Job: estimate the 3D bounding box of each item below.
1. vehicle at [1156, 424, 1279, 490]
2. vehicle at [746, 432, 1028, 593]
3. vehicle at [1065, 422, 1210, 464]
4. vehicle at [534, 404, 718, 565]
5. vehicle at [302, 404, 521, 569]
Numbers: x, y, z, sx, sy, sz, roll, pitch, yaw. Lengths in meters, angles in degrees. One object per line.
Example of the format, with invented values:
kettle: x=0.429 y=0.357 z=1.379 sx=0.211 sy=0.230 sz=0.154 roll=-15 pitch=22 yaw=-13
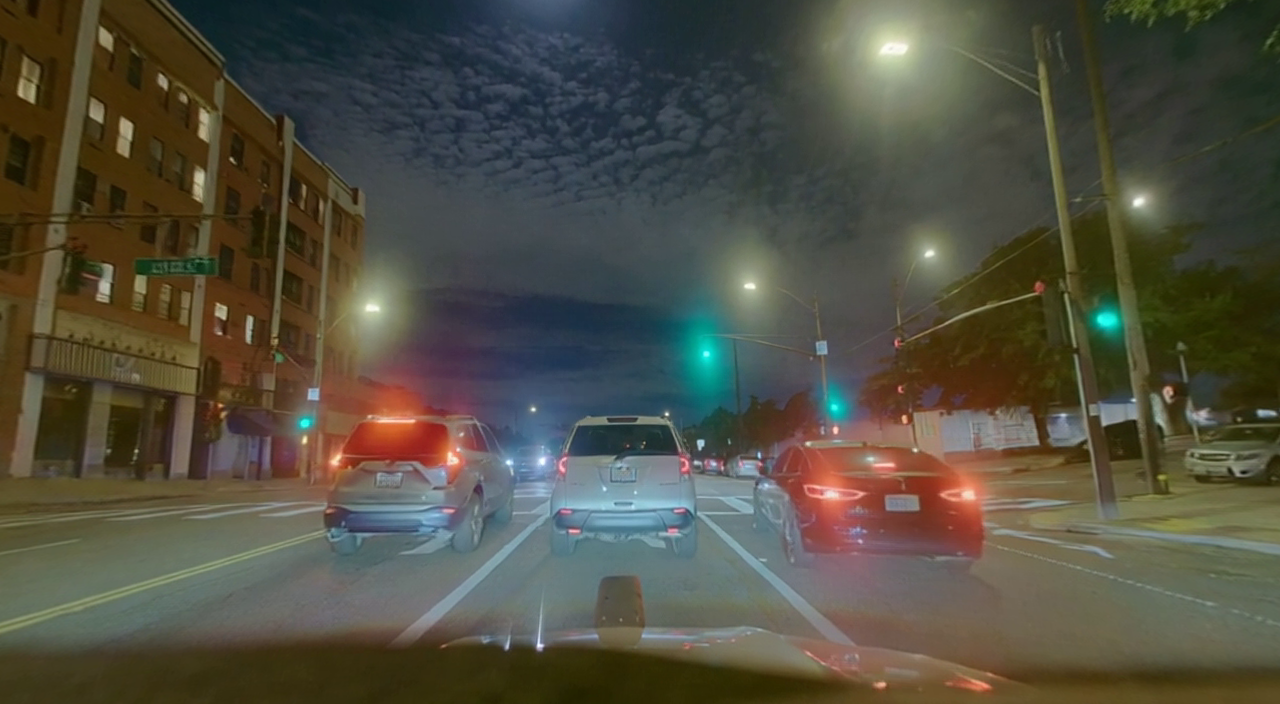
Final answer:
vehicle: x=17.432 y=2.938 z=17.617 sx=4.547 sy=1.720 sz=1.624 roll=0 pitch=-12 yaw=-1
vehicle: x=2.635 y=1.793 z=7.963 sx=1.852 sy=1.462 sz=4.155 roll=0 pitch=-8 yaw=0
vehicle: x=20.819 y=3.843 z=26.581 sx=4.355 sy=1.663 sz=1.948 roll=0 pitch=-8 yaw=1
vehicle: x=-0.185 y=1.863 z=9.611 sx=2.105 sy=1.842 sz=4.537 roll=0 pitch=-8 yaw=-1
vehicle: x=-2.953 y=1.814 z=9.256 sx=1.855 sy=1.812 sz=4.244 roll=0 pitch=-8 yaw=-4
